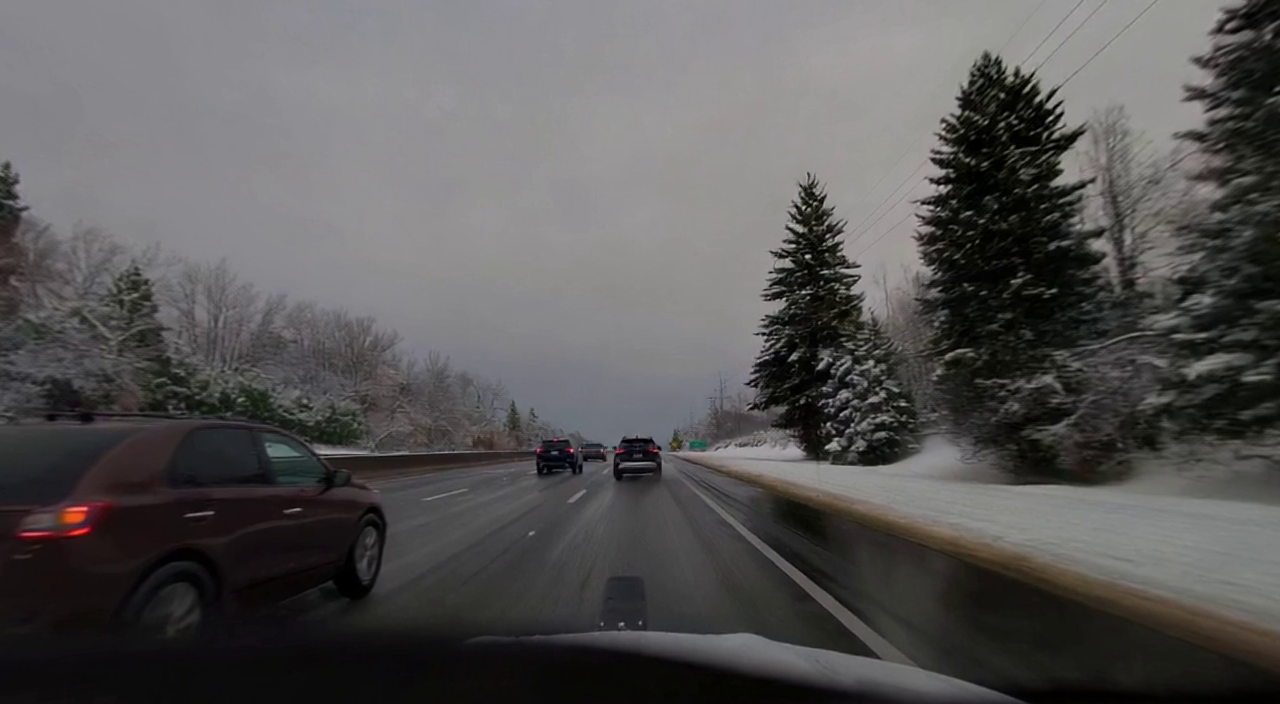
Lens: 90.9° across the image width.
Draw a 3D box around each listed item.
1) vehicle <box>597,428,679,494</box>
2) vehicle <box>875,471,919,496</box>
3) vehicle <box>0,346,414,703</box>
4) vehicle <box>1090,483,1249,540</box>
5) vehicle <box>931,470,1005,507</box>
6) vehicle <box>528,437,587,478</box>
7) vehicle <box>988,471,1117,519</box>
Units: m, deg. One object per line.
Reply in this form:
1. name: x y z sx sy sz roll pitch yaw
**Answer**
1. vehicle: -0.086 3.386 19.944 2.319 1.813 4.274 0 -8 -1
2. vehicle: 19.850 10.172 48.903 1.832 1.624 4.158 -1 -9 4
3. vehicle: -3.359 1.107 4.164 2.117 1.665 4.365 0 -8 0
4. vehicle: 17.488 5.250 21.172 1.805 1.452 4.269 -1 -9 4
5. vehicle: 18.541 7.682 35.863 1.965 1.761 4.363 0 -9 2
6. vehicle: -3.783 4.929 29.735 2.104 1.754 4.515 0 -8 1
7. vehicle: 17.847 6.213 27.705 2.393 1.795 4.877 -3 -11 2
